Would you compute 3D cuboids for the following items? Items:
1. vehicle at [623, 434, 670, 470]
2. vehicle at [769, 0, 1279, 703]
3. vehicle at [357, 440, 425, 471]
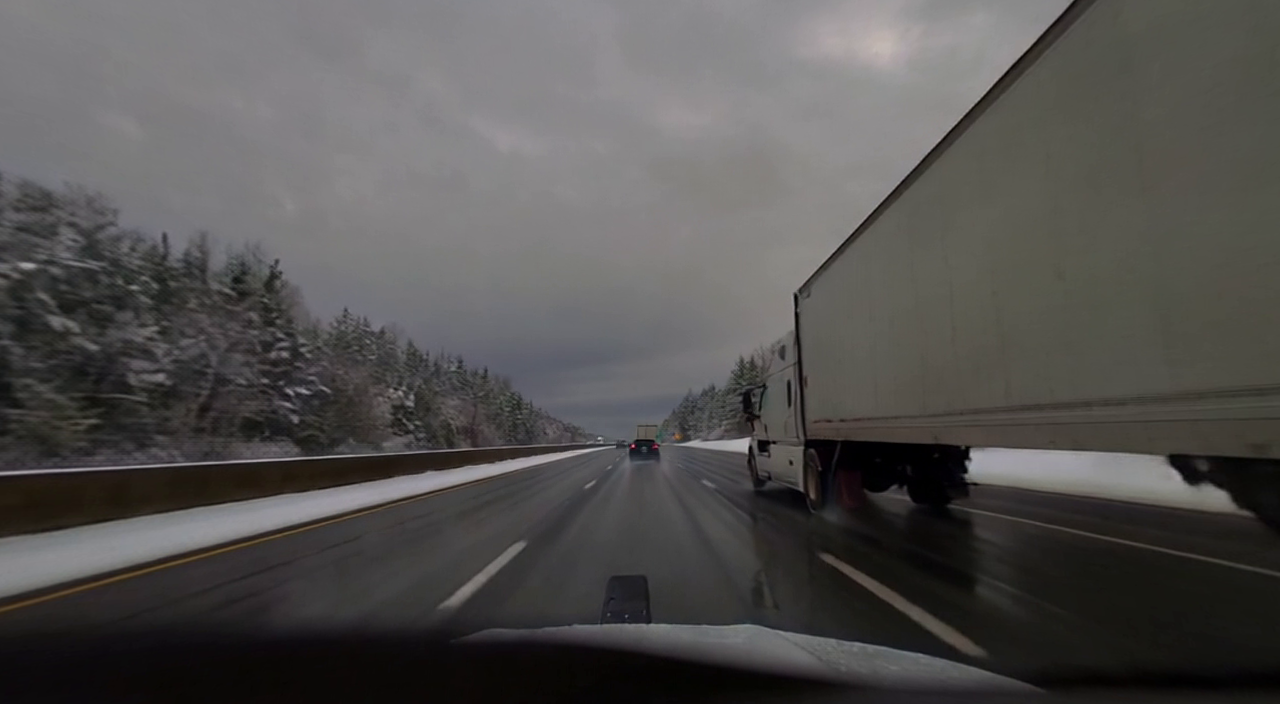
[{"bbox_3d":[0.407,4.934,31.227,2.139,1.607,4.034,-1,-8,4],"label":"vehicle"},{"bbox_3d":[4.097,0.006,5.209,3.005,4.131,14.221,0,-8,0],"label":"vehicle"},{"bbox_3d":[-14.115,5.878,35.932,2.004,1.635,4.411,0,-8,1],"label":"vehicle"}]
